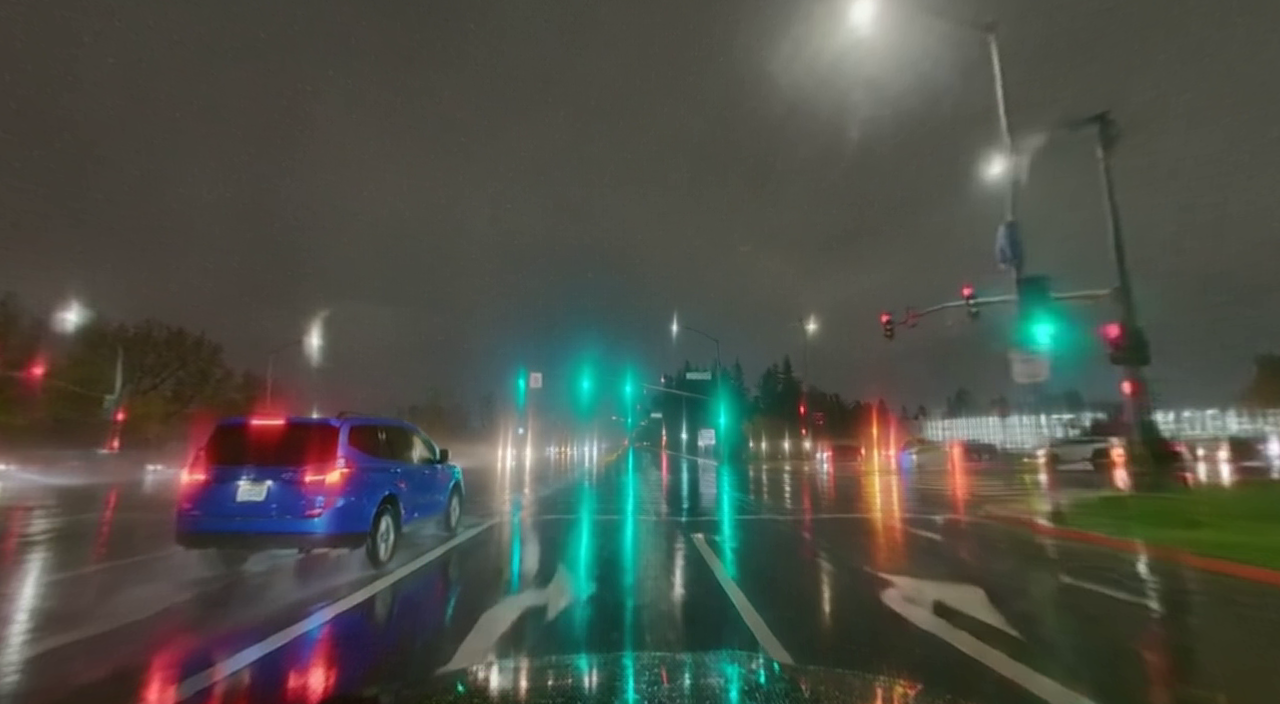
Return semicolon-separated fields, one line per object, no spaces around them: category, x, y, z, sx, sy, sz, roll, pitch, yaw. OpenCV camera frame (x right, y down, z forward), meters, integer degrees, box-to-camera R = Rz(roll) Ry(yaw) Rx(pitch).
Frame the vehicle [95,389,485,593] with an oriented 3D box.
vehicle;-3.779;1.610;8.203;2.178;1.826;4.933;0;-8;1

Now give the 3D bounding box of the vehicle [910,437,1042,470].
vehicle;15.708;4.764;29.522;4.983;1.511;2.077;0;-8;-1

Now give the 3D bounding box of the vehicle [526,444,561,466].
vehicle;-7.007;7.533;46.075;1.933;1.477;4.119;0;-8;0

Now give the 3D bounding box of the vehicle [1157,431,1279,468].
vehicle;30.639;5.068;32.635;5.530;1.827;2.161;0;-8;0

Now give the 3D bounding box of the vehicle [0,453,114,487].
vehicle;-28.992;5.766;30.980;1.868;1.465;4.810;0;-8;0

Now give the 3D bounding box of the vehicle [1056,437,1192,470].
vehicle;22.755;4.794;29.629;4.716;1.494;2.001;0;-8;0

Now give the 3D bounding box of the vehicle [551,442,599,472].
vehicle;-3.310;5.452;32.869;2.023;1.483;4.143;0;-8;1

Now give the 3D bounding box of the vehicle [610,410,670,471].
vehicle;0.048;4.889;34.595;2.993;3.051;6.692;0;-8;1
